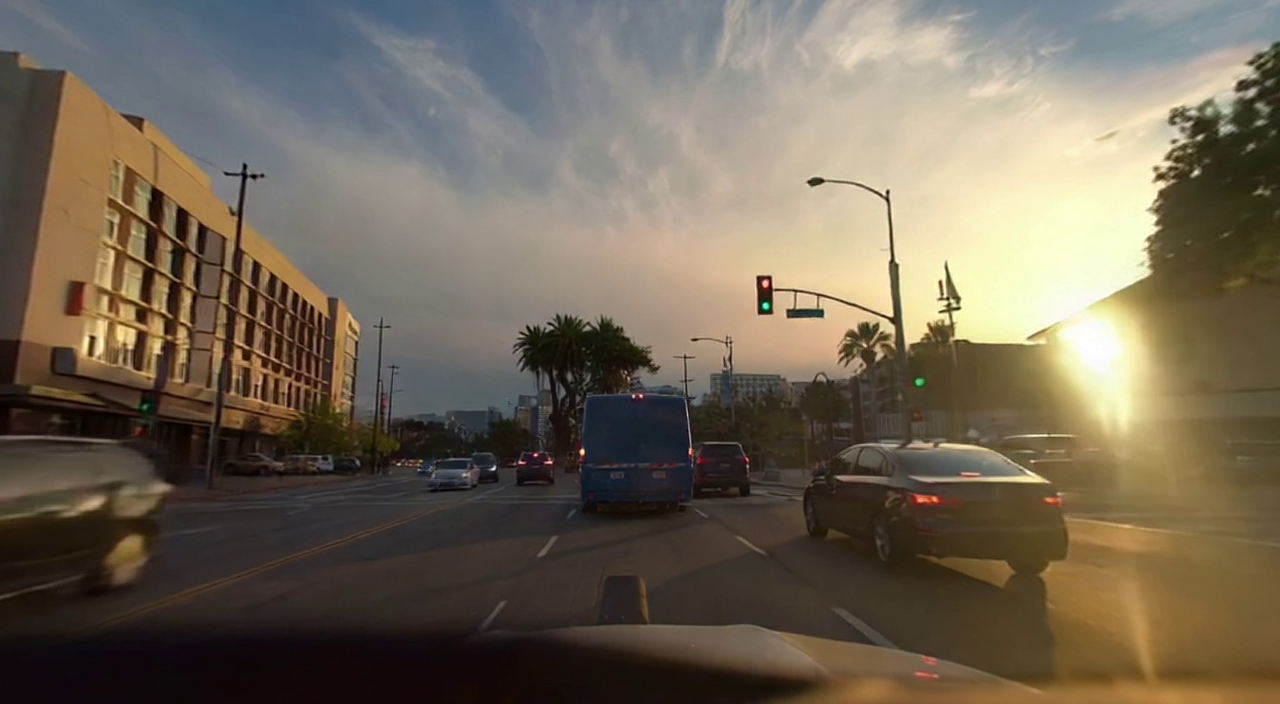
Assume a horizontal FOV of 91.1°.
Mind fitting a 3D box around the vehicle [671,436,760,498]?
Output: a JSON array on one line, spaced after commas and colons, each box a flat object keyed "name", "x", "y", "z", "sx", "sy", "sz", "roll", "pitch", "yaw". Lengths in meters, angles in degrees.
[{"name": "vehicle", "x": 2.540, "y": 4.053, "z": 22.812, "sx": 2.157, "sy": 1.944, "sz": 5.423, "roll": 1, "pitch": -8, "yaw": -4}]

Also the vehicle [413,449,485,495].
[{"name": "vehicle", "x": -7.195, "y": 4.519, "z": 24.042, "sx": 1.801, "sy": 1.524, "sz": 3.974, "roll": 1, "pitch": -8, "yaw": -5}]

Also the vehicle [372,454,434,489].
[{"name": "vehicle", "x": -11.670, "y": 5.884, "z": 31.213, "sx": 1.873, "sy": 1.510, "sz": 4.151, "roll": 1, "pitch": -8, "yaw": -7}]

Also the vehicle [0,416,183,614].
[{"name": "vehicle", "x": -5.938, "y": 1.273, "z": 4.847, "sx": 1.810, "sy": 1.546, "sz": 3.981, "roll": 0, "pitch": -8, "yaw": -1}]

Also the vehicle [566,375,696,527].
[{"name": "vehicle", "x": -0.424, "y": 2.352, "z": 15.411, "sx": 2.517, "sy": 2.926, "sz": 6.177, "roll": 1, "pitch": -8, "yaw": -5}]

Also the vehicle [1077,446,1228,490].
[{"name": "vehicle", "x": 23.699, "y": 5.314, "z": 29.284, "sx": 2.111, "sy": 1.804, "sz": 4.910, "roll": 5, "pitch": -9, "yaw": -28}]

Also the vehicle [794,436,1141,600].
[{"name": "vehicle", "x": 3.637, "y": 1.878, "z": 8.235, "sx": 1.978, "sy": 1.507, "sz": 4.636, "roll": 0, "pitch": -8, "yaw": -1}]

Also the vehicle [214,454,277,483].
[{"name": "vehicle", "x": -24.528, "y": 7.234, "z": 39.255, "sx": 1.974, "sy": 1.597, "sz": 4.606, "roll": 2, "pitch": -8, "yaw": -15}]

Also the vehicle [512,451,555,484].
[{"name": "vehicle", "x": -5.623, "y": 6.110, "z": 33.593, "sx": 2.033, "sy": 1.555, "sz": 4.408, "roll": 1, "pitch": -8, "yaw": -7}]
